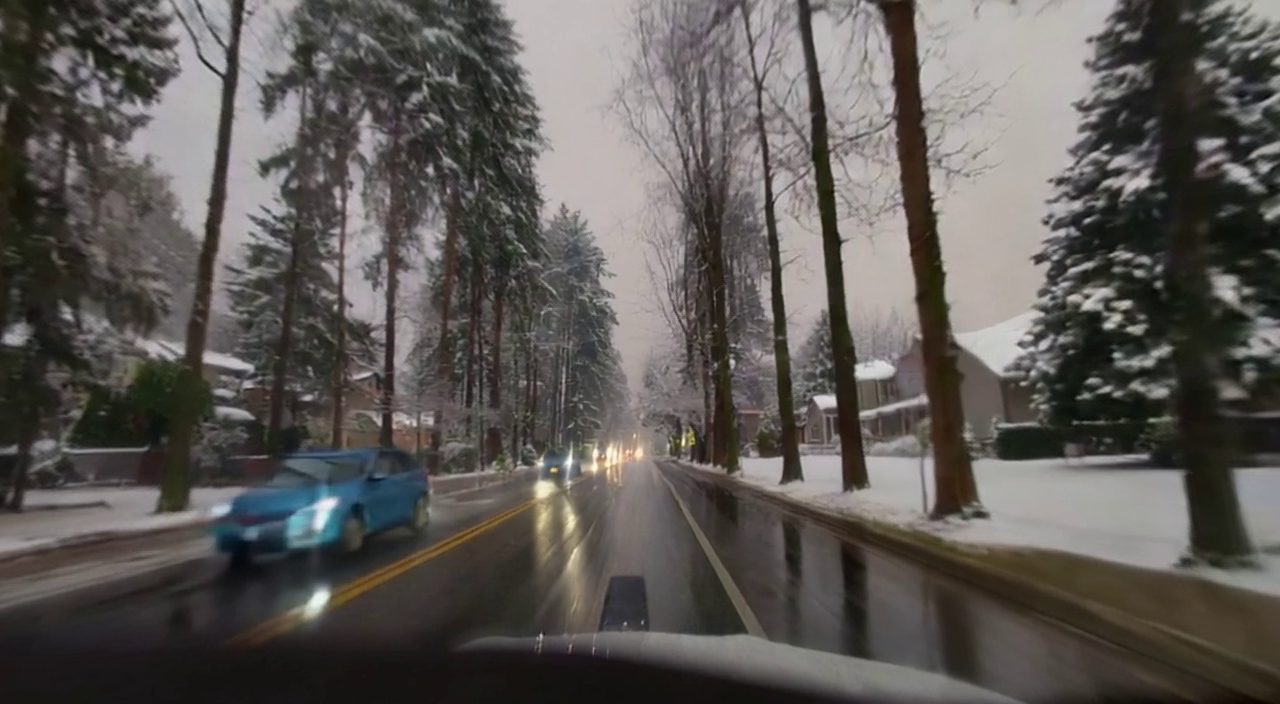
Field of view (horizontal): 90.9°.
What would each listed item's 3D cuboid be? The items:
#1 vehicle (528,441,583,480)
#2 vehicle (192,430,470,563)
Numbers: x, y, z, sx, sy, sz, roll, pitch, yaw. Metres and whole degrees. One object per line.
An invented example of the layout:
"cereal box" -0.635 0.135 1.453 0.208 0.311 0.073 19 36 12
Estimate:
"vehicle" -4.159 5.384 31.744 2.041 1.780 4.618 0 -8 1
"vehicle" -4.645 2.211 10.577 2.167 1.691 4.755 0 -8 1
